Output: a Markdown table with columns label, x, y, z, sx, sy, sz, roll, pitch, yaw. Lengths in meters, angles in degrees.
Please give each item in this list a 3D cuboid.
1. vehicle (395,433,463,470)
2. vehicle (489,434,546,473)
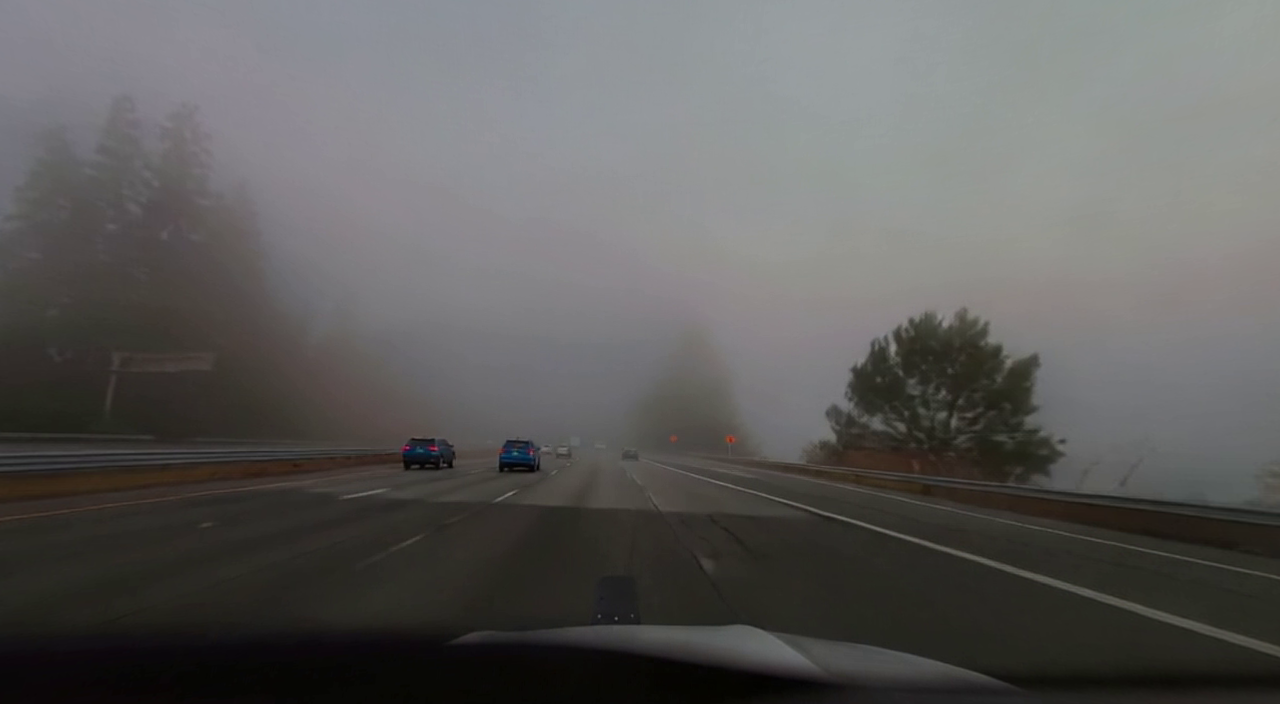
| label | x | y | z | sx | sy | sz | roll | pitch | yaw |
| --- | --- | --- | --- | --- | --- | --- | --- | --- | --- |
| vehicle | -10.402 | 4.956 | 31.490 | 2.016 | 1.711 | 4.365 | 0 | -9 | -2 |
| vehicle | -6.043 | 5.102 | 31.811 | 2.146 | 1.766 | 4.502 | 0 | -9 | -2 |
